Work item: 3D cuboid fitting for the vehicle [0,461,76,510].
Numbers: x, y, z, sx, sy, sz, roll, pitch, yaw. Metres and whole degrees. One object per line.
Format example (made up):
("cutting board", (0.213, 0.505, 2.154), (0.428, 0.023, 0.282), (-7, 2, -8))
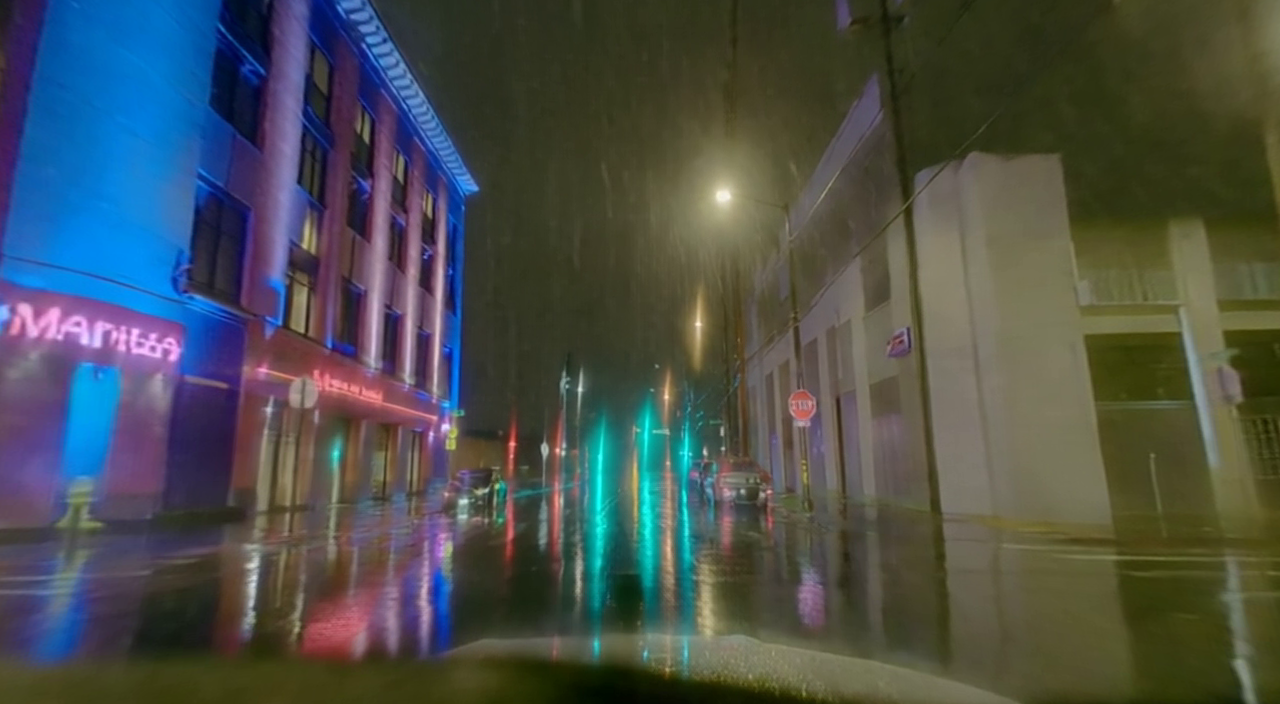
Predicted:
("vehicle", (-28.165, 5.994, 28.443), (1.665, 1.432, 4.120), (5, -1, 0))

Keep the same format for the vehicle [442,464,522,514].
("vehicle", (-5.411, 4.723, 22.152), (1.864, 1.447, 3.887), (0, -9, -2))

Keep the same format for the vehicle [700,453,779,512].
("vehicle", (3.146, 4.203, 20.894), (1.917, 1.680, 4.500), (0, -9, 1))
